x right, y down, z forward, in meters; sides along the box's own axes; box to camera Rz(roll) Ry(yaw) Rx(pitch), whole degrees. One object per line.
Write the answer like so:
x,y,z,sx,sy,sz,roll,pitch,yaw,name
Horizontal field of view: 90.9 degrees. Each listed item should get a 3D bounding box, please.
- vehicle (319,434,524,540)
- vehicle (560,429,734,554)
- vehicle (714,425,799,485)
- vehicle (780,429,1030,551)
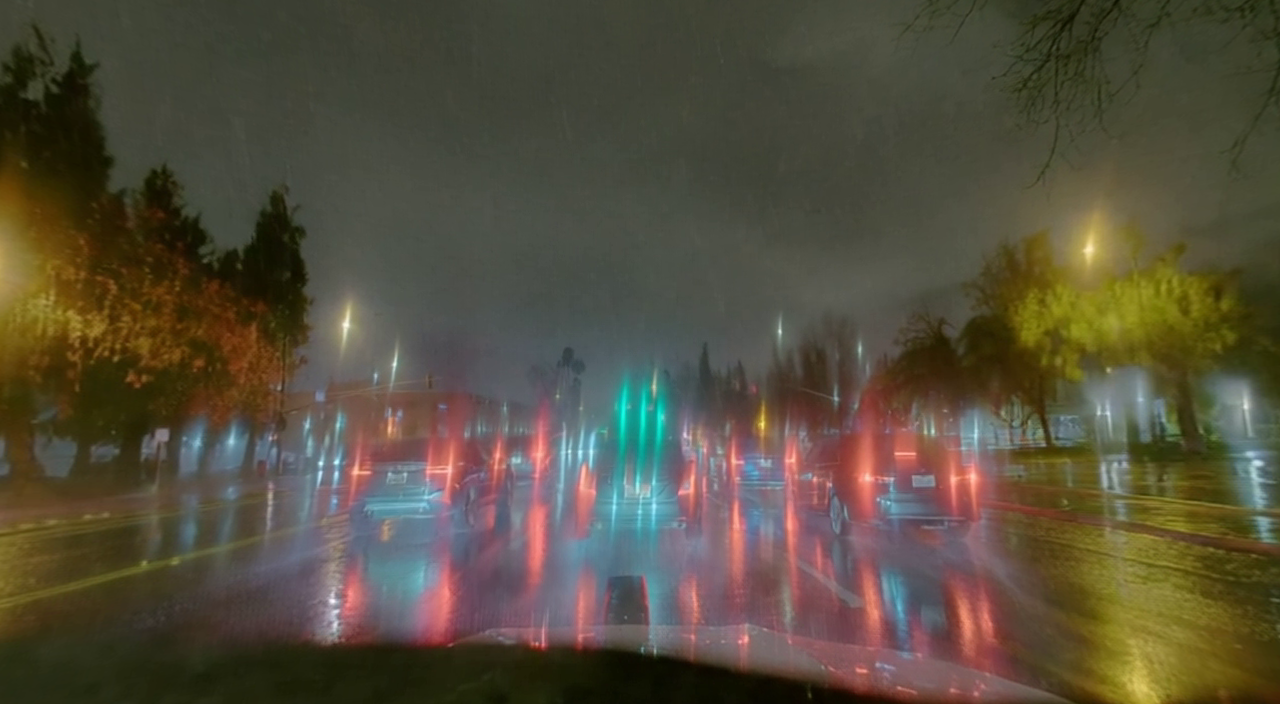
-3.441,2.194,10.920,2.002,1.465,4.098,0,-8,1,vehicle
0.049,1.985,9.674,2.101,1.480,3.929,0,-8,-1,vehicle
4.179,3.830,23.637,2.142,1.957,5.443,0,-8,0,vehicle
3.786,2.037,10.069,1.990,1.486,4.431,0,-8,-1,vehicle
